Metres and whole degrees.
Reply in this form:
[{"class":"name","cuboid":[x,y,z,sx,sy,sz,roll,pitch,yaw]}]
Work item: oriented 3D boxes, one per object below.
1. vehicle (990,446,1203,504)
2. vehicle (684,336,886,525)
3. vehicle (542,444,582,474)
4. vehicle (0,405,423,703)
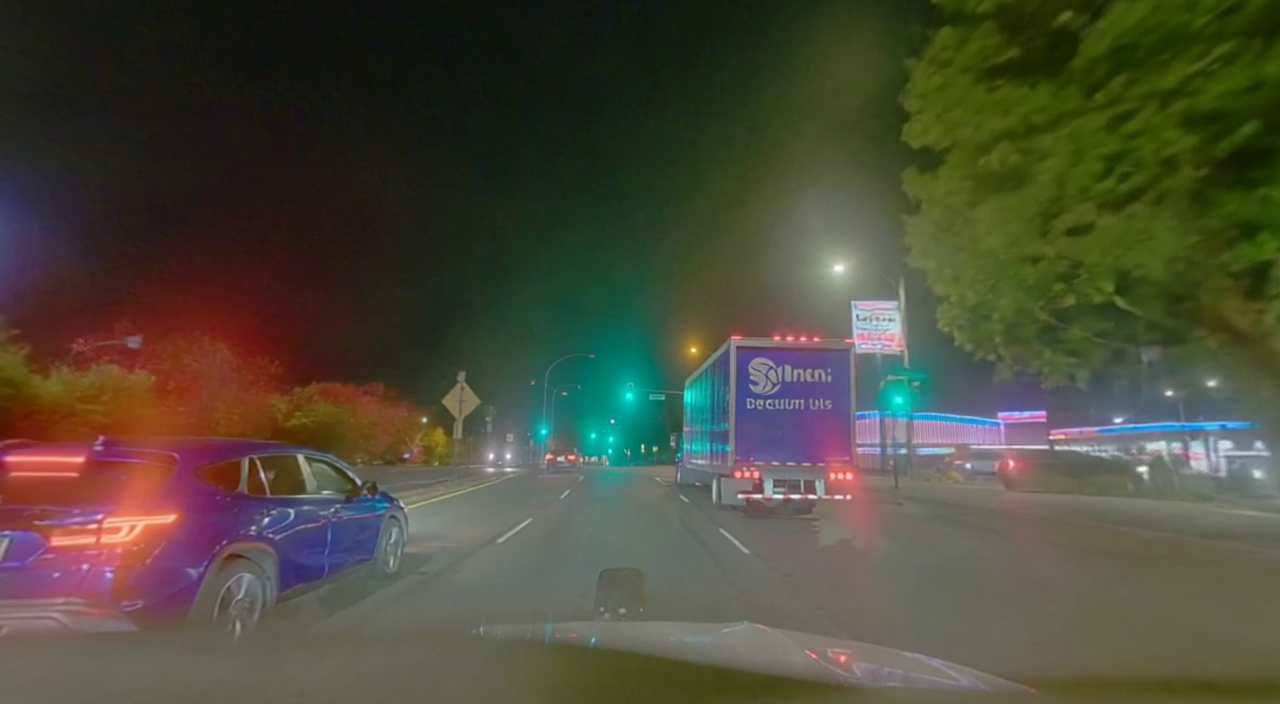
[{"class":"vehicle","cuboid":[16.223,4.375,22.756,5.670,1.895,2.219,-2,-9,15]},{"class":"vehicle","cuboid":[3.089,2.152,16.405,2.905,3.644,8.441,0,-9,-2]},{"class":"vehicle","cuboid":[-4.932,6.808,40.068,2.388,1.811,4.455,1,-9,-6]},{"class":"vehicle","cuboid":[-3.458,1.349,5.035,1.828,1.515,4.422,0,-9,0]}]
